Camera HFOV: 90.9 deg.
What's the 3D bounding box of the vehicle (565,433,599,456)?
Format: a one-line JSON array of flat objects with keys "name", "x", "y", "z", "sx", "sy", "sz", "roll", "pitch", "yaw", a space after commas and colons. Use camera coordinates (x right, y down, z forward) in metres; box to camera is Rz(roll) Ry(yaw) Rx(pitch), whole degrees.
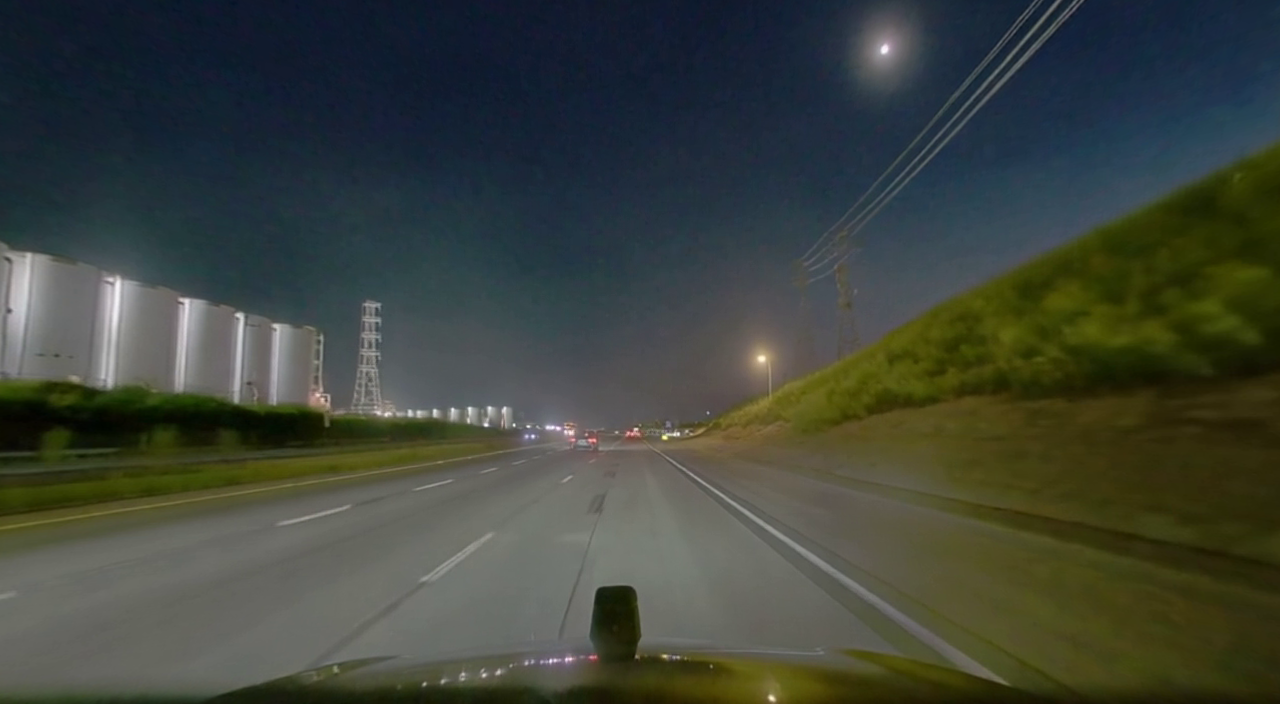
[{"name": "vehicle", "x": -3.871, "y": 6.225, "z": 42.472, "sx": 1.952, "sy": 1.462, "sz": 3.969, "roll": 0, "pitch": -8, "yaw": -1}]
